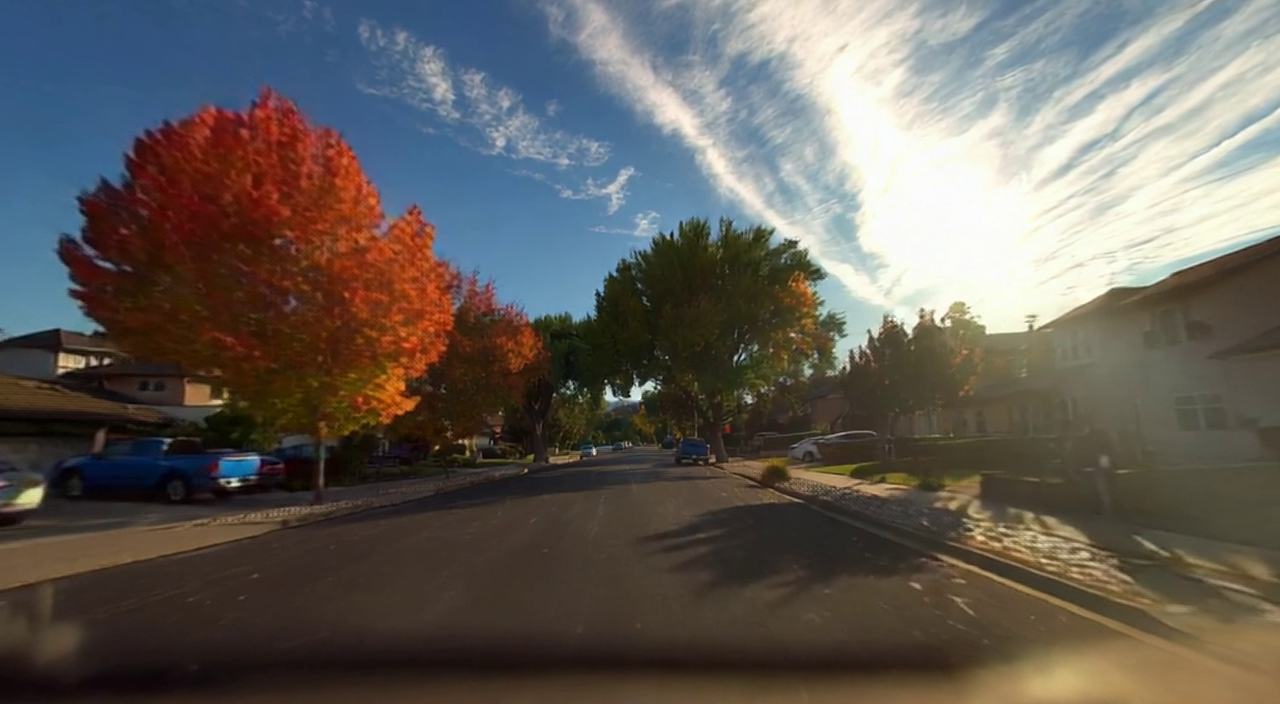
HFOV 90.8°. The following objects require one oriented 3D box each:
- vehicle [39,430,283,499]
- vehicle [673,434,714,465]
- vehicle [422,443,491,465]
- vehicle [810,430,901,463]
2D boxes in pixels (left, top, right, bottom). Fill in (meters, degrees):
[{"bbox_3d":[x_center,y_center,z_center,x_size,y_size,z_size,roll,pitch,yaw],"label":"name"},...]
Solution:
[{"bbox_3d":[-13.646,3.219,18.281,5.286,1.847,2.166,0,-8,2],"label":"vehicle"},{"bbox_3d":[3.628,6.723,43.700,2.313,1.962,6.029,0,-8,0],"label":"vehicle"},{"bbox_3d":[-12.899,7.201,44.644,4.225,1.498,1.917,0,-8,2],"label":"vehicle"},{"bbox_3d":[11.381,5.000,33.607,4.069,1.680,2.156,0,-7,3],"label":"vehicle"}]
